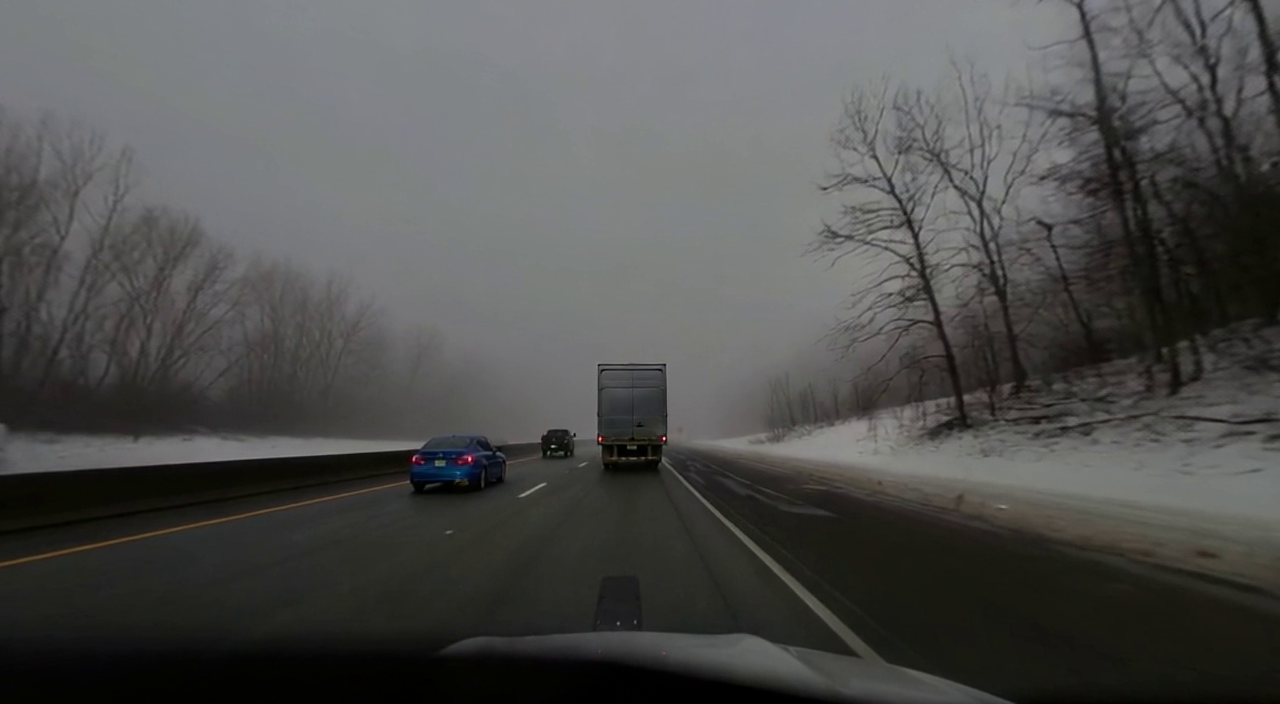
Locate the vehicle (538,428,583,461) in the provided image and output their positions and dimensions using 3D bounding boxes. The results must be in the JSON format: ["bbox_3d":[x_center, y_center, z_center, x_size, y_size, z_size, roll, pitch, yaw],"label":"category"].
[{"bbox_3d":[-4.644,5.463,37.448,2.019,1.834,4.644,0,-8,0],"label":"vehicle"}]

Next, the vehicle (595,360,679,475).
[{"bbox_3d":[-0.239,2.960,27.180,2.953,4.041,10.072,0,-8,-1],"label":"vehicle"}]

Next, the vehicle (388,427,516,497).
[{"bbox_3d":[-4.620,2.735,16.191,1.931,1.539,4.441,0,-8,0],"label":"vehicle"}]
